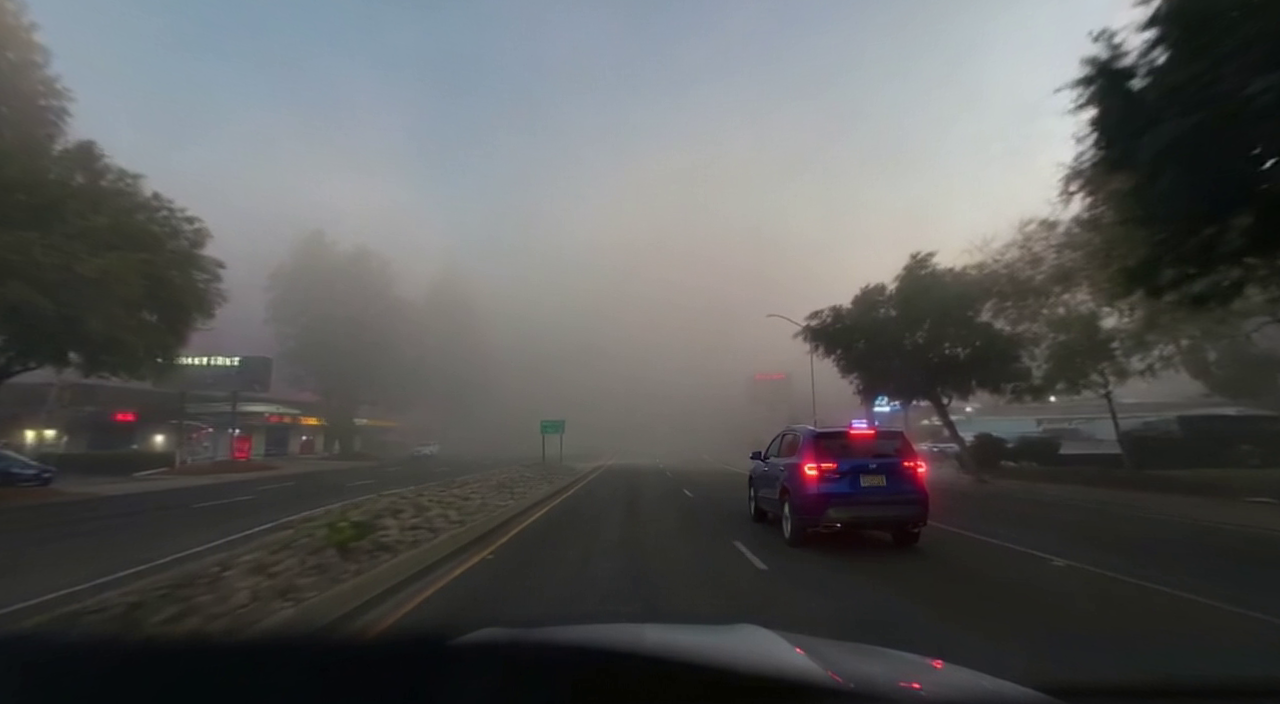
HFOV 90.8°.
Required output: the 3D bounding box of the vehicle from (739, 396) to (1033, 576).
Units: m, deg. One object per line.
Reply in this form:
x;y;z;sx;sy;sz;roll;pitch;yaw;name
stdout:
2.825;1.680;8.685;2.130;1.790;4.615;0;-8;-1;vehicle
